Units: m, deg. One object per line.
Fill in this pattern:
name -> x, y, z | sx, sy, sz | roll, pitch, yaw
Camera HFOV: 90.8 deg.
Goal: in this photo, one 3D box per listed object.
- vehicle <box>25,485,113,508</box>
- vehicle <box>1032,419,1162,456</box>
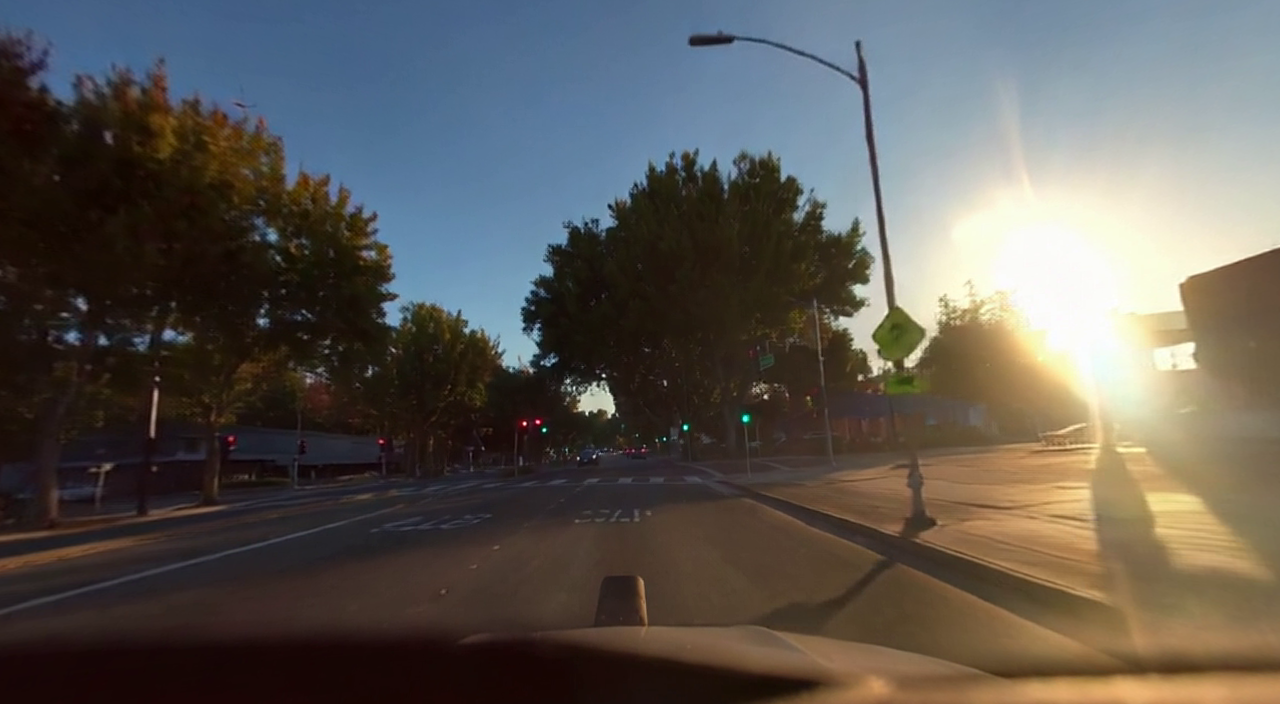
vehicle -> -40.495, 10.227, 44.860 | 4.173, 1.452, 1.908 | 1, -9, -7
vehicle -> 23.304, 4.394, 32.396 | 4.902, 1.519, 2.182 | -3, -8, 0
